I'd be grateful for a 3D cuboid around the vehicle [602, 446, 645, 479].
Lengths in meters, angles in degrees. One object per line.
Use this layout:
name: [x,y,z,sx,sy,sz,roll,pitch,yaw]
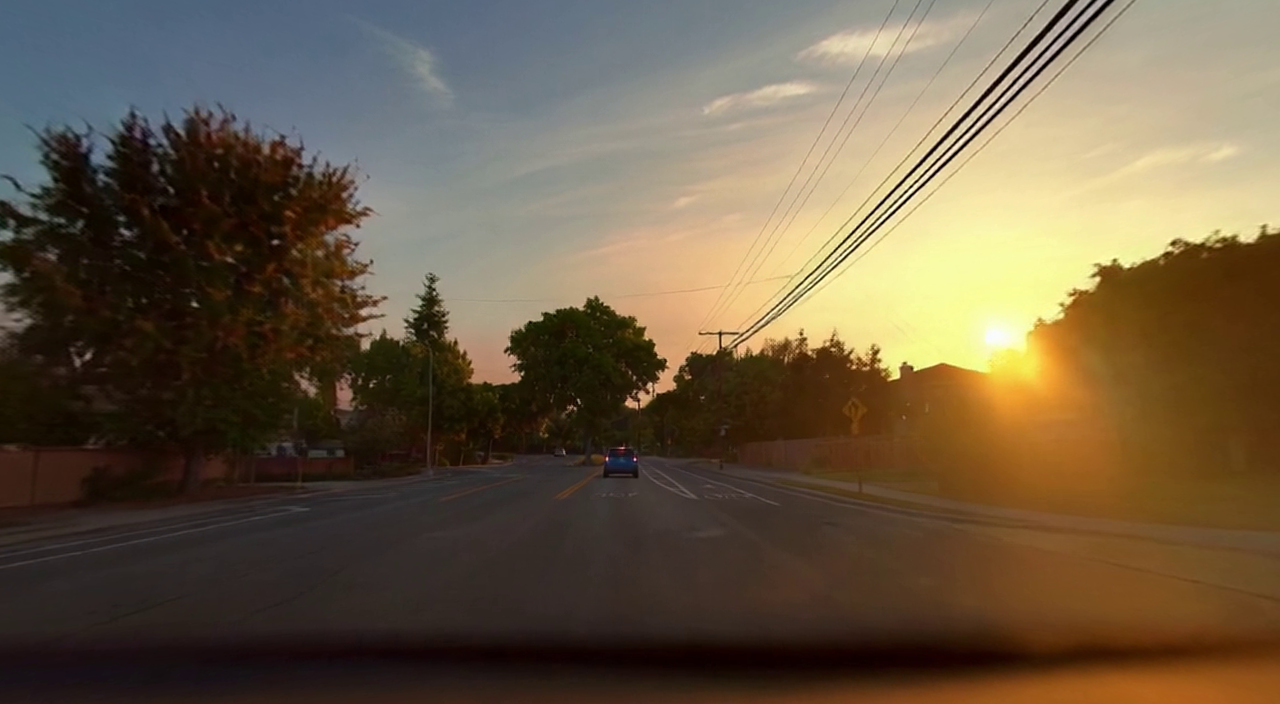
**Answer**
vehicle: [-0.902,5.912,34.104,2.139,1.699,3.916,0,-8,-2]
